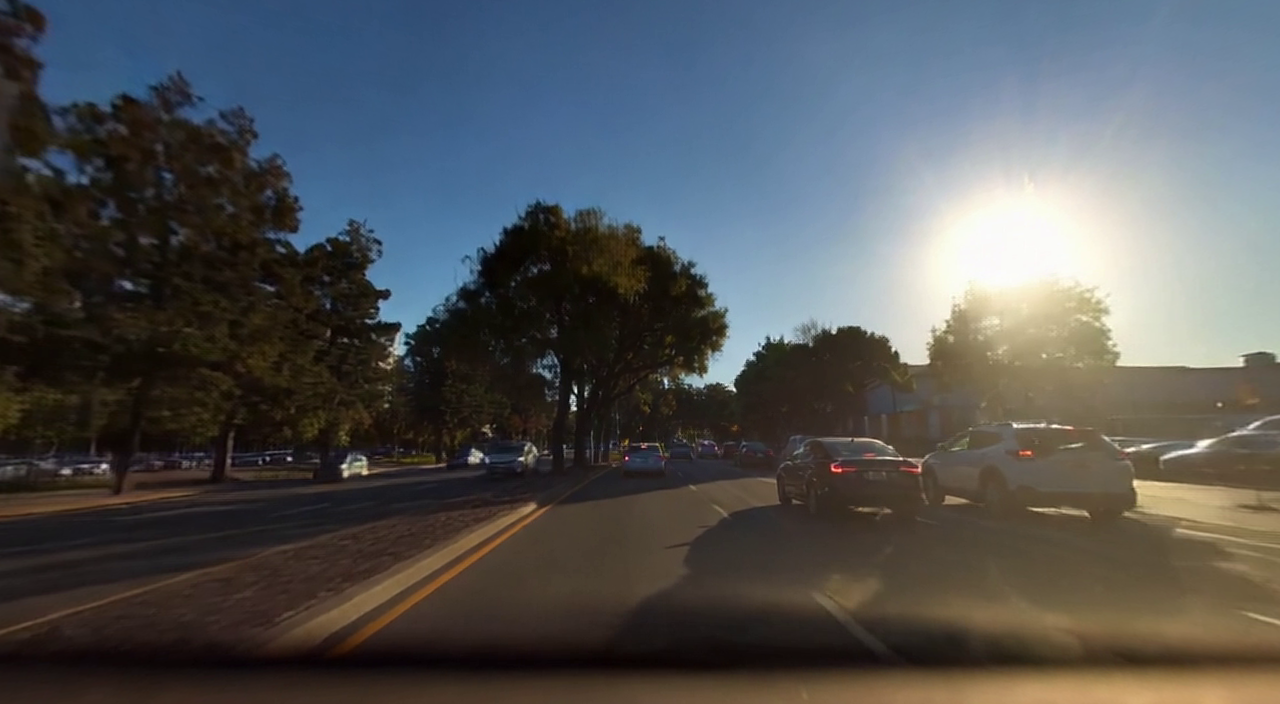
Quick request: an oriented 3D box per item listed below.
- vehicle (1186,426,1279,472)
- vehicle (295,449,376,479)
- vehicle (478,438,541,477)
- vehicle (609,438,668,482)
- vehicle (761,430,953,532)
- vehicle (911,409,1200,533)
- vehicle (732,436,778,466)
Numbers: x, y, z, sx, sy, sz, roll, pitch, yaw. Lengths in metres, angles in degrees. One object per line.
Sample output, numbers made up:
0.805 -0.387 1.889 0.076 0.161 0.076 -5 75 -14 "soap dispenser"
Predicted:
19.857 3.086 20.062 3.316 1.355 1.611 -2 -11 6 "vehicle"
-16.601 6.124 34.792 1.982 1.481 4.706 0 -9 2 "vehicle"
-5.629 4.610 27.791 1.887 1.582 3.915 0 -9 1 "vehicle"
-0.041 3.953 23.438 1.994 1.479 3.647 0 -9 0 "vehicle"
3.561 2.196 11.331 1.858 1.466 4.230 0 -9 -1 "vehicle"
7.136 2.097 11.680 2.134 1.810 4.590 0 -9 -1 "vehicle"
7.318 6.387 40.731 2.068 1.779 4.567 0 -9 -1 "vehicle"
